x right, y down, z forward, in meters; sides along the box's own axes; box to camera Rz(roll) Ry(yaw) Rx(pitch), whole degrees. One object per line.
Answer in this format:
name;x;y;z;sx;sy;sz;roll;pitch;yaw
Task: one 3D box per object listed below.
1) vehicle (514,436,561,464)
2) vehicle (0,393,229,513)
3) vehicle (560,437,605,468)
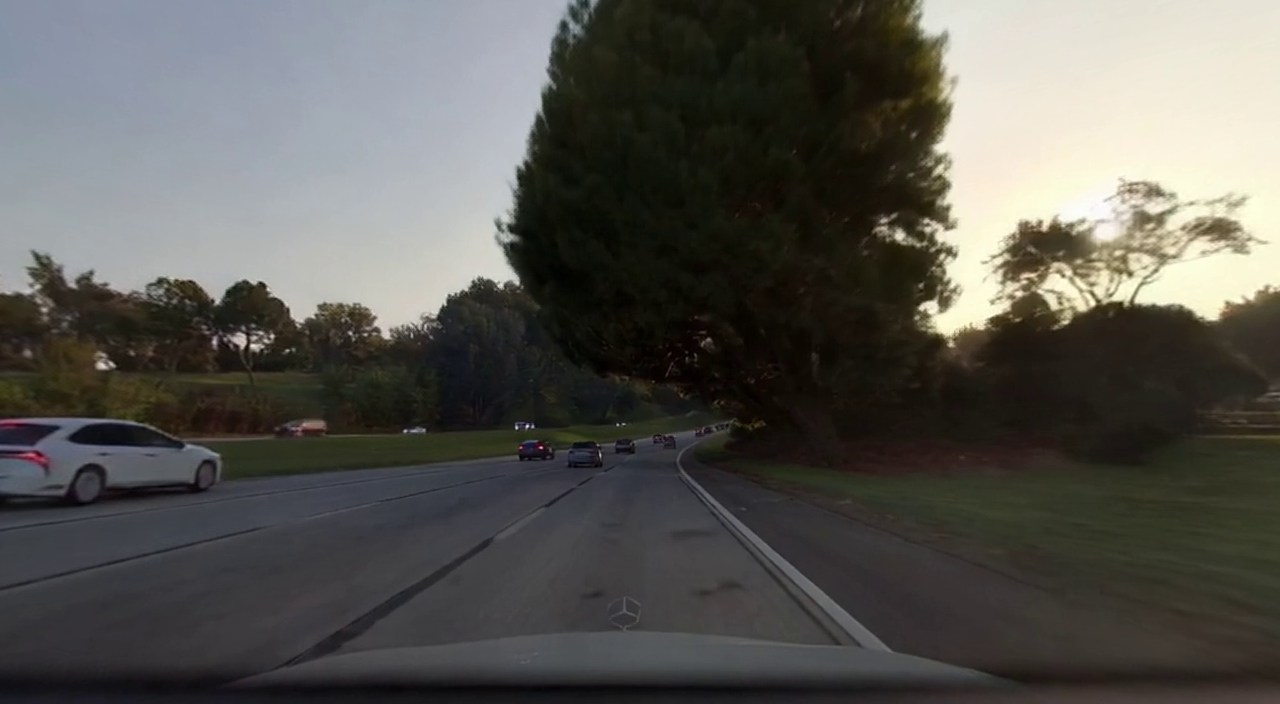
vehicle;-6.763;6.524;41.958;2.108;1.686;4.556;0;-9;3
vehicle;-11.718;2.095;13.240;2.264;1.980;5.574;0;-9;1
vehicle;-3.325;5.954;37.346;2.035;1.673;4.469;0;-9;3
